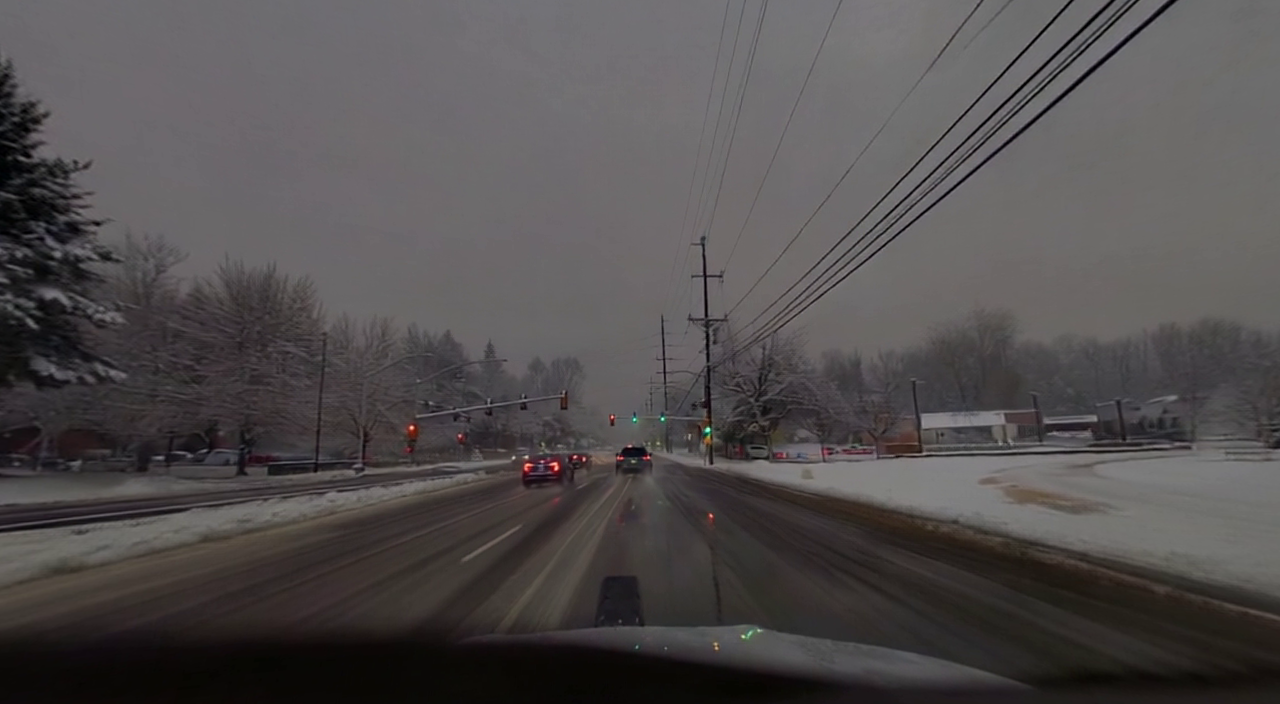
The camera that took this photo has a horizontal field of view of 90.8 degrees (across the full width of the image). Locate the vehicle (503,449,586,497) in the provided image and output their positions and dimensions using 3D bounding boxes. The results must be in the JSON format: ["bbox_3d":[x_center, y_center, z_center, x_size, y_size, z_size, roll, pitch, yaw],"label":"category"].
[{"bbox_3d":[-3.133,4.073,21.719,2.064,1.464,4.373,0,-8,2],"label":"vehicle"}]

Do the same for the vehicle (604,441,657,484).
[{"bbox_3d":[-0.383,5.130,29.540,2.276,1.850,3.897,0,-8,1],"label":"vehicle"}]
